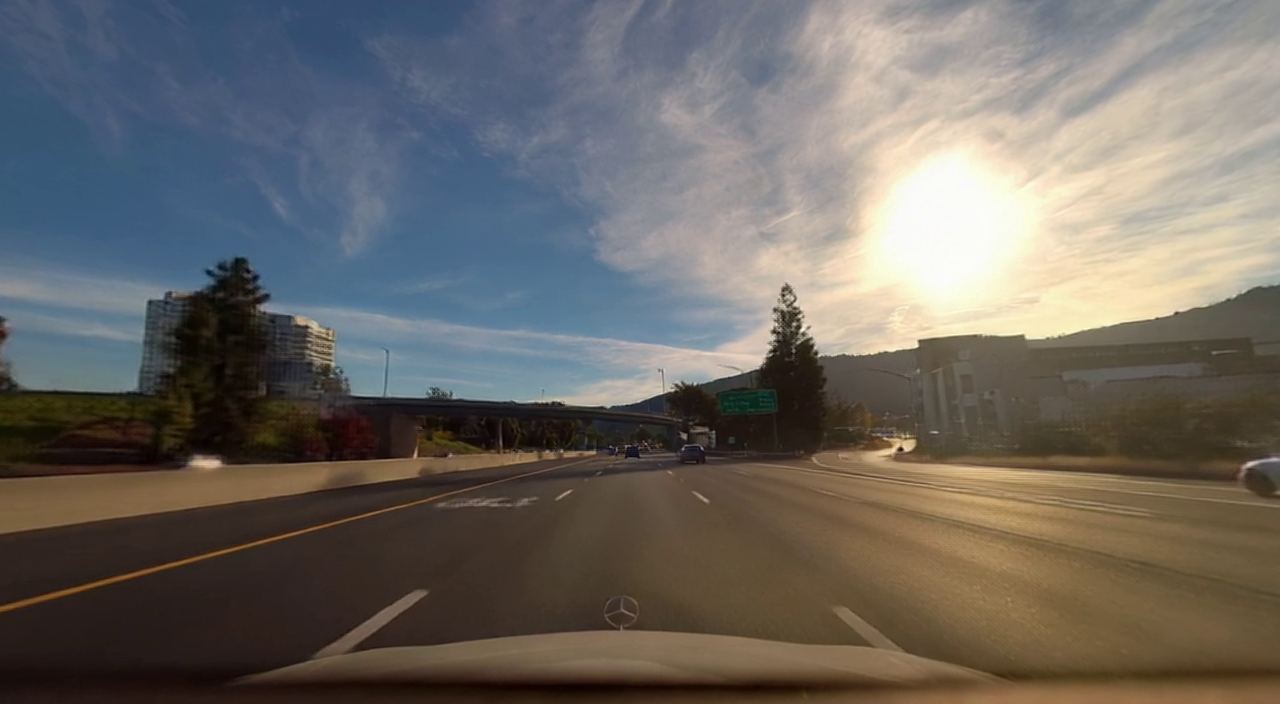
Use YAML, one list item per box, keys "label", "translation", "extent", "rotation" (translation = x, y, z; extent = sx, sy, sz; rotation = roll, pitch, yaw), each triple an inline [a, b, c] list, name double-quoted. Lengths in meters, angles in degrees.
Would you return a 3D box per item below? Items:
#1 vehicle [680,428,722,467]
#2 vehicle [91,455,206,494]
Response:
- label: "vehicle"
  translation: [4.433, 7.084, 46.902]
  extent: [2.576, 2.670, 5.494]
  rotation: [0, -9, 0]
- label: "vehicle"
  translation: [-23.167, 5.774, 30.029]
  extent: [1.911, 1.641, 4.276]
  rotation: [0, -9, 1]
